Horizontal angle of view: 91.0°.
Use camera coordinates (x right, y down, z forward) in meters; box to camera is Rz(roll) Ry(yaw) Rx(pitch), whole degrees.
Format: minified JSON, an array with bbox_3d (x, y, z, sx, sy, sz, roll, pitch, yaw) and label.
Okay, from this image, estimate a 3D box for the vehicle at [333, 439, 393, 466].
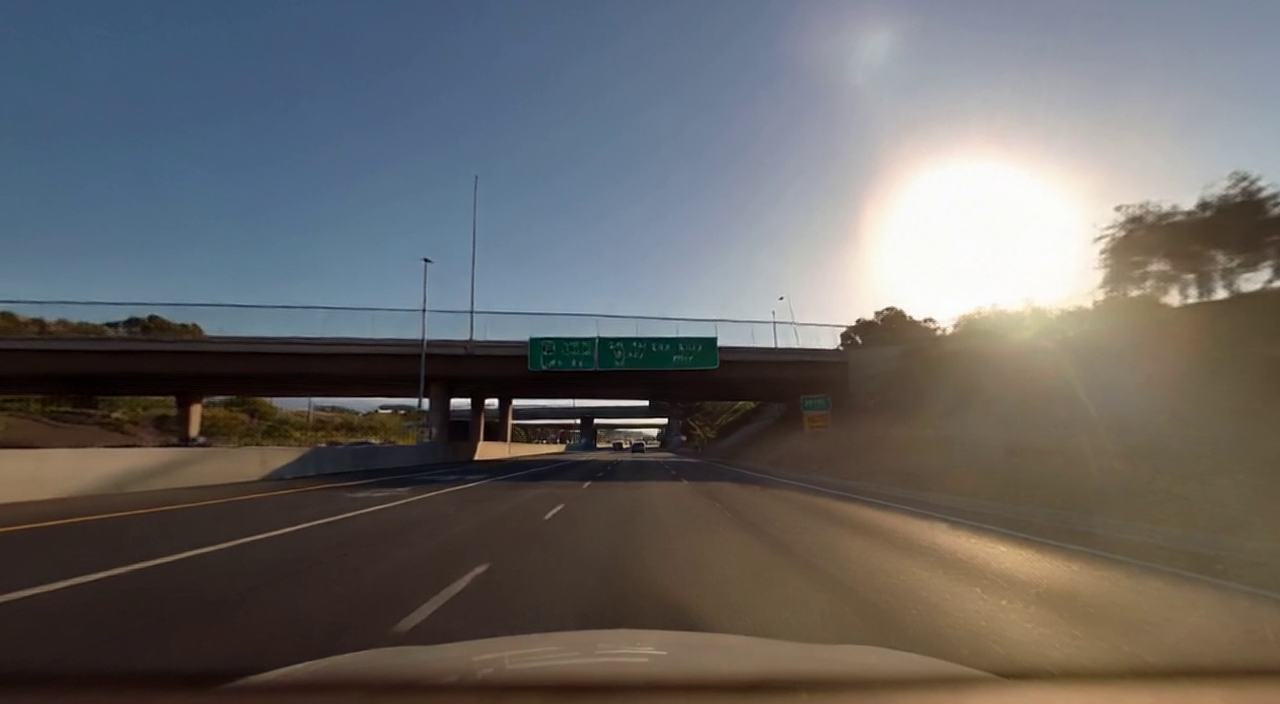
[{"bbox_3d":[-16.489,5.972,37.663,1.733,1.434,4.293,-2,-8,-2],"label":"vehicle"}]
